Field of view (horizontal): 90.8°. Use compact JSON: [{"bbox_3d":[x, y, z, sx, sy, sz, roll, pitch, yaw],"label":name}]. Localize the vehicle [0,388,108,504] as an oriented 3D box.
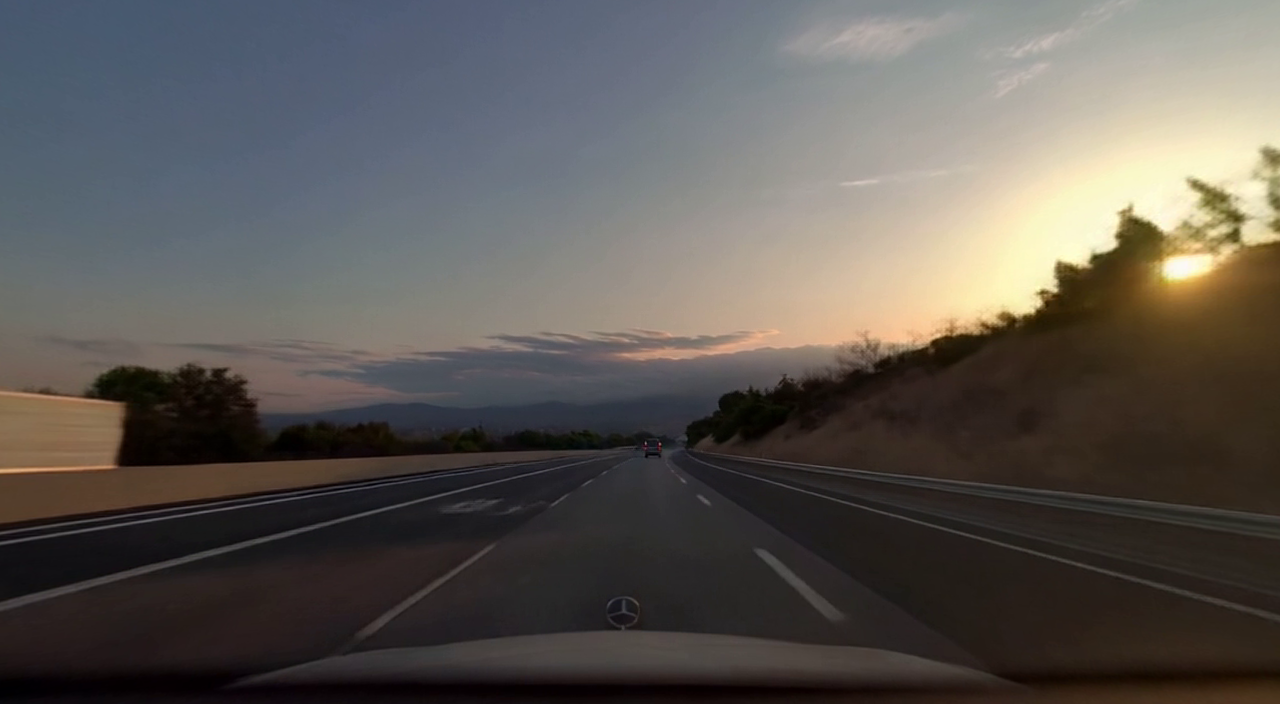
[{"bbox_3d":[-23.540,2.851,19.137,2.899,3.944,13.450,0,-9,1],"label":"vehicle"}]
